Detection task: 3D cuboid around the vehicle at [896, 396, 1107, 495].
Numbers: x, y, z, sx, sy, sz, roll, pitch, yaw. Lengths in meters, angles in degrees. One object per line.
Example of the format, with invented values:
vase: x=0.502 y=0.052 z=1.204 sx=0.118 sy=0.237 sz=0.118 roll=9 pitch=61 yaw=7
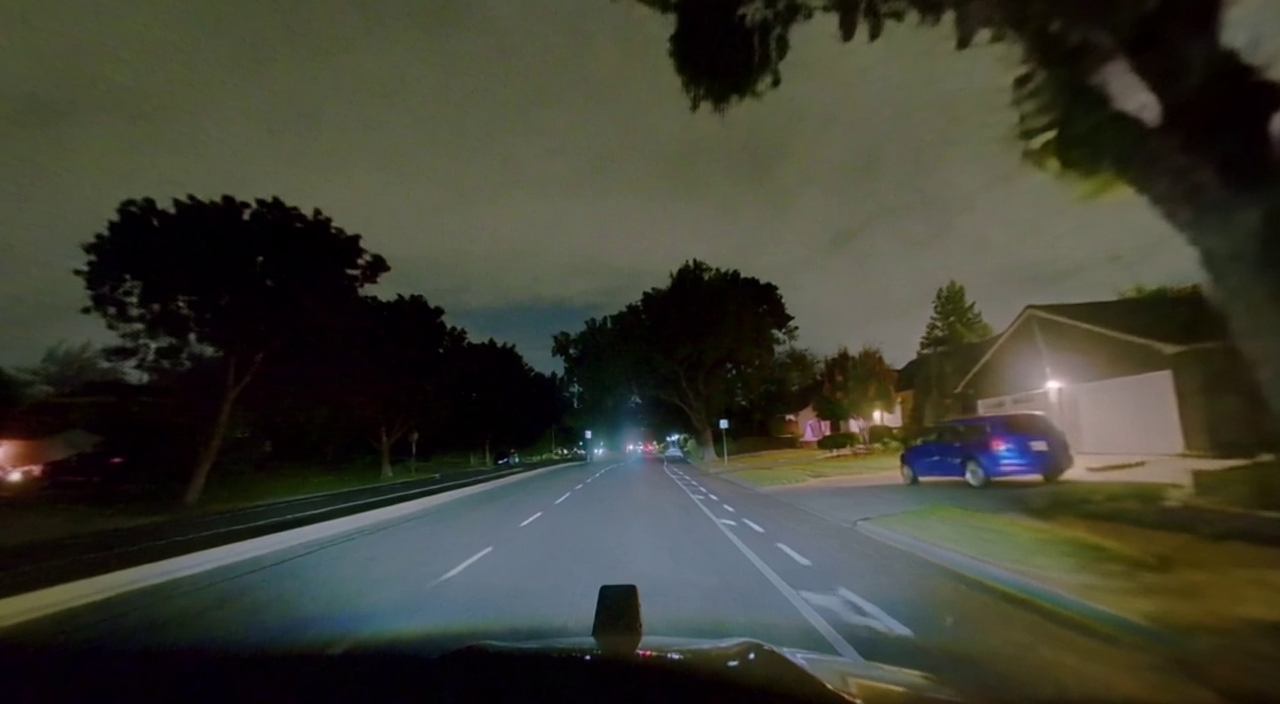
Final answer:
vehicle: x=8.302 y=2.293 z=15.217 sx=2.051 sy=1.801 sz=4.785 roll=-5 pitch=-10 yaw=-1
